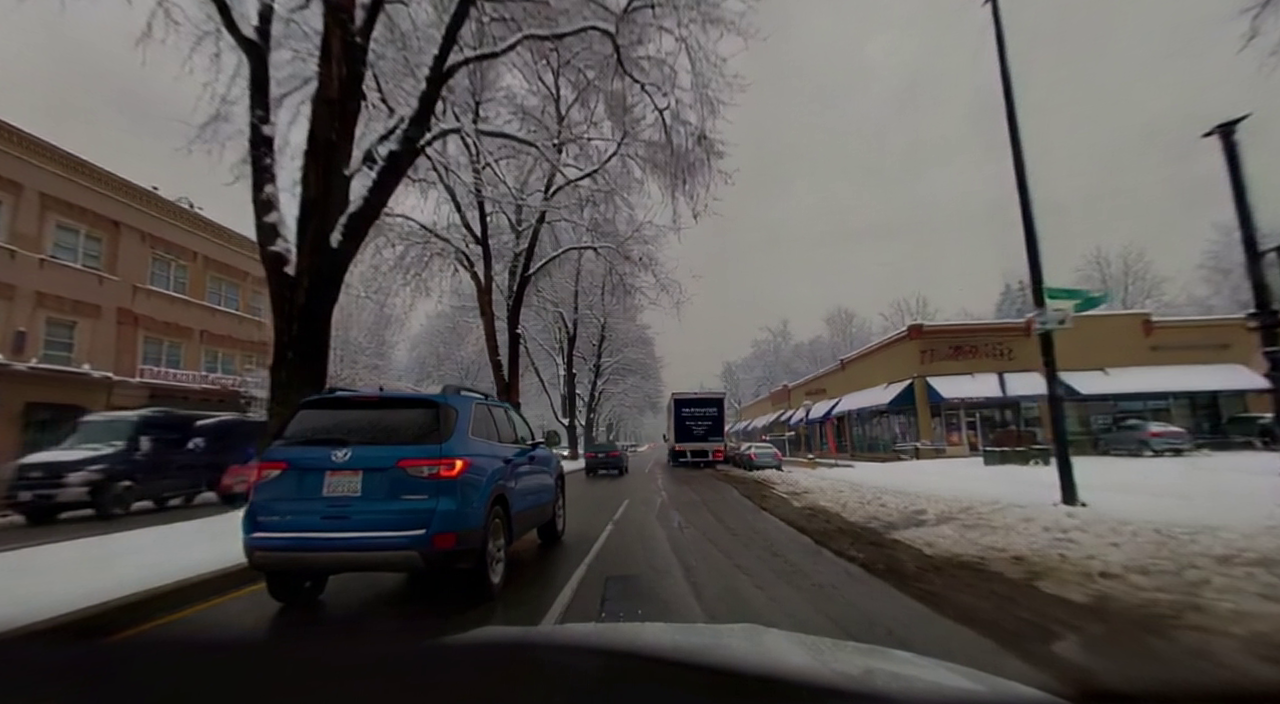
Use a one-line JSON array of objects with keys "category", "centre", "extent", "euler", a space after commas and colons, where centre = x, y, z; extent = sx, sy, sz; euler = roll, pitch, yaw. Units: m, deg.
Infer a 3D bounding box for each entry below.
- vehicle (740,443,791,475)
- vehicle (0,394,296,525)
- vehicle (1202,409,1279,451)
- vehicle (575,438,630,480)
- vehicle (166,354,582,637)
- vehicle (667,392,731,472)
[{"category": "vehicle", "centre": [6.409, 5.525, 32.771], "extent": [1.929, 1.522, 4.158], "euler": [0, -8, 2]}, {"category": "vehicle", "centre": [-13.416, 3.018, 18.255], "extent": [2.656, 2.997, 7.079], "euler": [-1, -8, 3]}, {"category": "vehicle", "centre": [29.921, 3.750, 30.090], "extent": [2.007, 1.869, 4.771], "euler": [-1, -8, 3]}, {"category": "vehicle", "centre": [-1.556, 4.677, 27.897], "extent": [2.040, 1.711, 4.475], "euler": [0, -8, 2]}, {"category": "vehicle", "centre": [-2.183, 1.392, 7.107], "extent": [2.293, 2.036, 4.853], "euler": [-1, -9, 4]}, {"category": "vehicle", "centre": [3.398, 5.183, 39.943], "extent": [3.007, 4.206, 12.913], "euler": [0, -8, 1]}]
